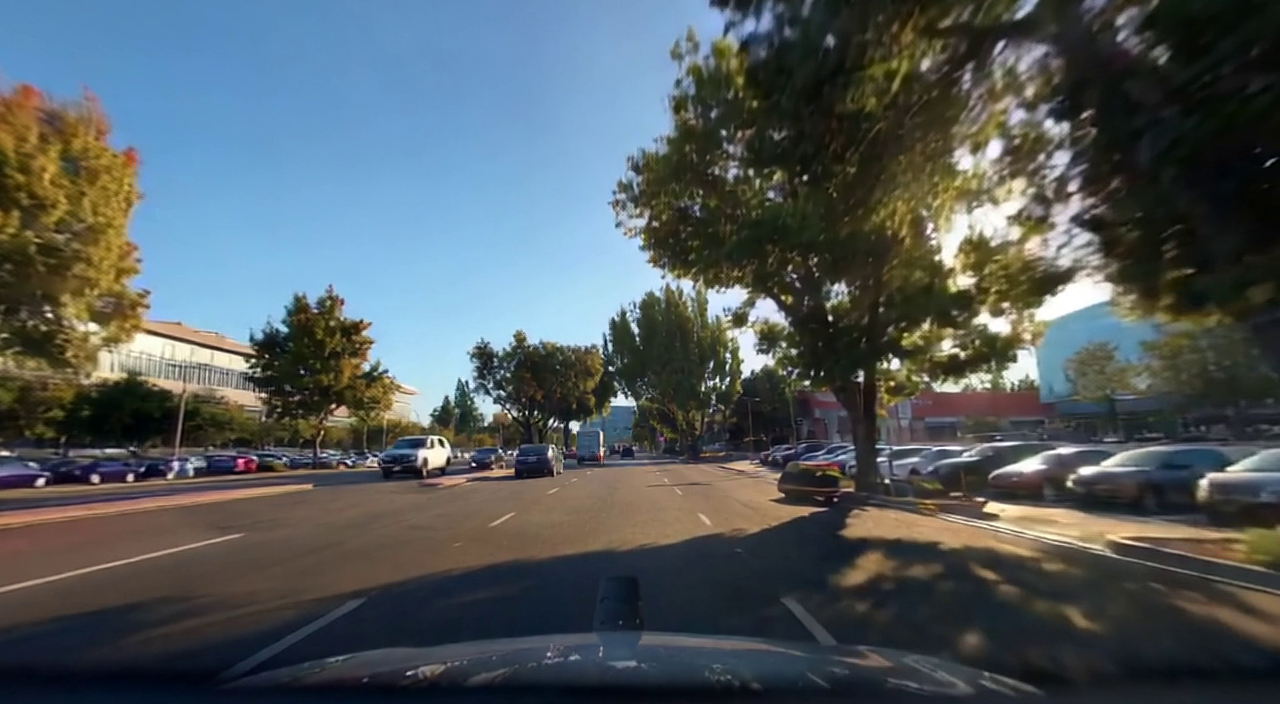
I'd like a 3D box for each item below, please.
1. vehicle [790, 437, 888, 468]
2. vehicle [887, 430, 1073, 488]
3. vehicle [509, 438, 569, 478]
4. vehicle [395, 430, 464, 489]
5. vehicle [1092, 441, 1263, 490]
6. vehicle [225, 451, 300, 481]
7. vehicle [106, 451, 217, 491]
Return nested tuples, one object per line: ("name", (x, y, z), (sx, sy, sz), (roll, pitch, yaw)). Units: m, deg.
("vehicle", (11.991, 6.088, 38.236), (5.426, 1.811, 2.193), (-2, -9, 15))
("vehicle", (11.978, 3.762, 22.462), (5.519, 1.836, 2.138), (-5, -10, 32))
("vehicle", (-4.546, 4.868, 29.053), (2.109, 1.672, 4.256), (0, -9, -1))
("vehicle", (-7.866, 3.993, 23.671), (2.123, 1.864, 5.553), (2, -9, -18))
("vehicle", (18.890, 4.027, 22.492), (1.937, 1.493, 4.612), (-1, -9, -1))
("vehicle", (-23.712, 7.149, 39.792), (1.938, 1.691, 4.696), (0, -9, -2))
("vehicle", (-23.757, 5.889, 31.502), (1.953, 1.789, 4.591), (0, -9, -1))
